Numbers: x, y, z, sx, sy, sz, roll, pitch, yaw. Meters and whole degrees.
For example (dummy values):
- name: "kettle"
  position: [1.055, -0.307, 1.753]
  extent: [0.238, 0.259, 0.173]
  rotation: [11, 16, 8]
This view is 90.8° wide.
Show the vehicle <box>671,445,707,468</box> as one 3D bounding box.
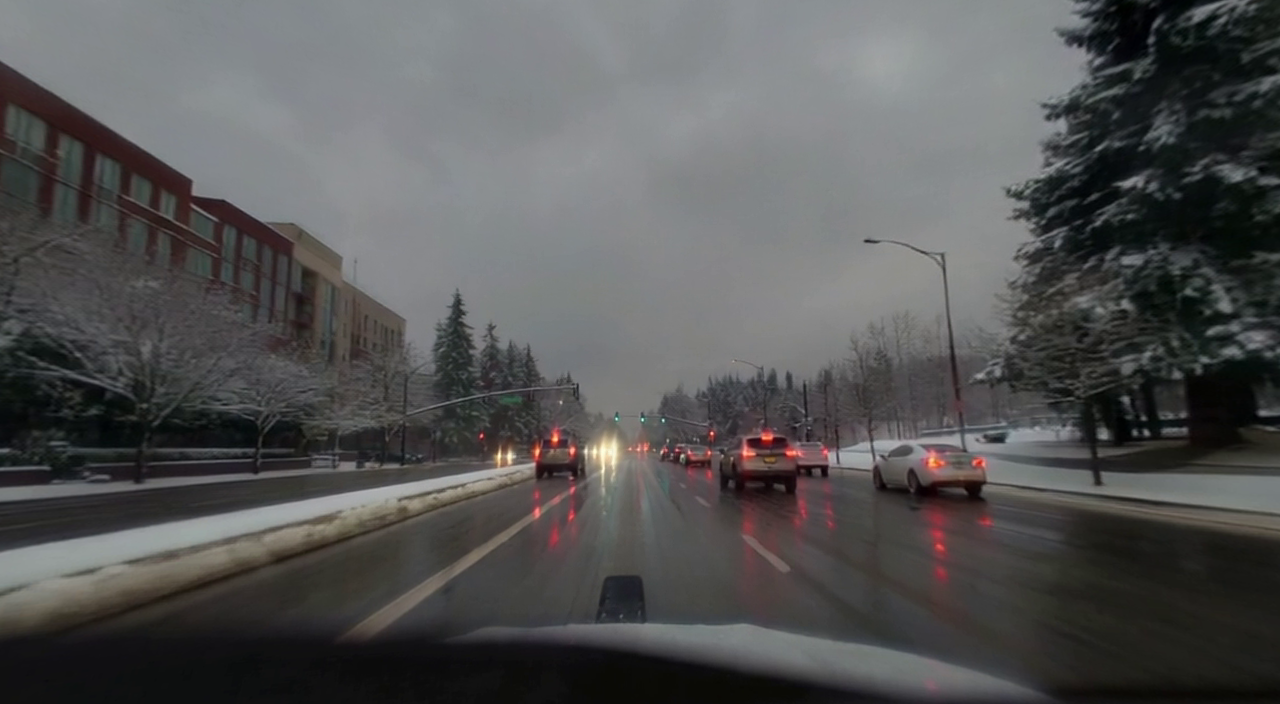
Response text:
- name: "vehicle"
  position: [3.342, 7.202, 43.843]
  extent: [2.054, 1.473, 4.511]
  rotation: [0, -8, -2]

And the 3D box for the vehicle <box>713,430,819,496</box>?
- name: "vehicle"
  position: [3.629, 3.315, 19.209]
  extent: [2.152, 1.742, 4.704]
  rotation: [0, -8, -1]

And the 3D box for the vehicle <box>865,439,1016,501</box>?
- name: "vehicle"
  position: [8.241, 3.254, 17.934]
  extent: [1.944, 1.503, 4.723]
  rotation: [0, -8, 0]

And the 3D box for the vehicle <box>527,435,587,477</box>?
- name: "vehicle"
  position: [-3.763, 4.804, 29.366]
  extent: [2.155, 1.797, 3.989]
  rotation: [0, -8, 1]
